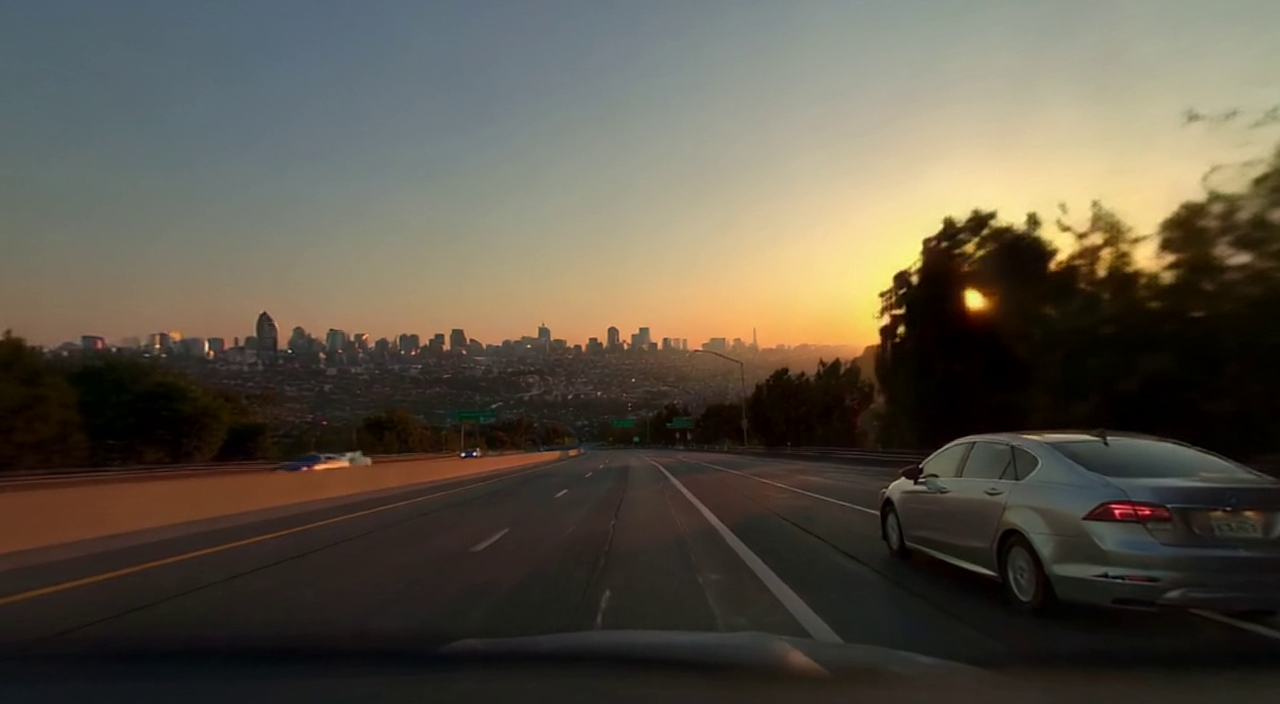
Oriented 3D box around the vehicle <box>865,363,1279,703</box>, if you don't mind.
[{"bbox_3d":[3.411,1.115,4.202,2.104,1.575,4.698,0,-8,0],"label":"vehicle"}]
